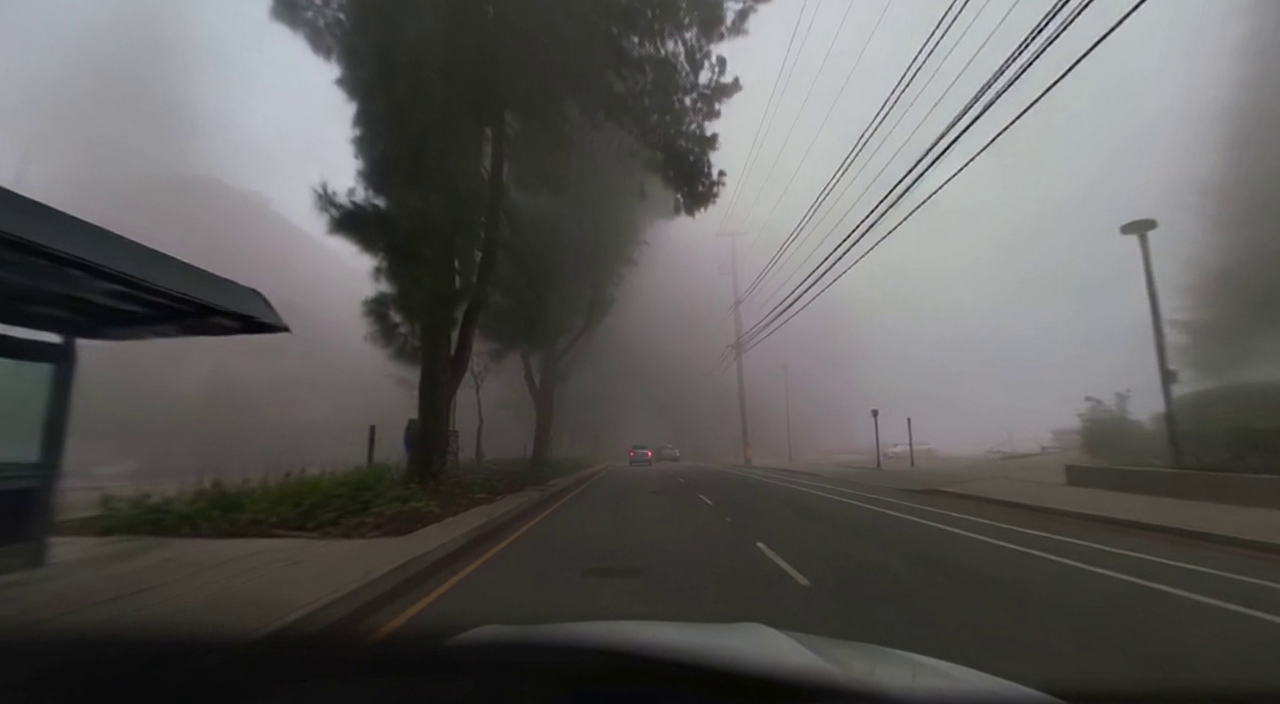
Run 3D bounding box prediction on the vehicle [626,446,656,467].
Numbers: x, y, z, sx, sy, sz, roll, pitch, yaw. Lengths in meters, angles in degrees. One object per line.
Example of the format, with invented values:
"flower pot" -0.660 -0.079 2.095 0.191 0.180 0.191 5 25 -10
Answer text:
"vehicle" 0.055 7.798 47.381 2.109 1.501 4.042 0 -8 -1
